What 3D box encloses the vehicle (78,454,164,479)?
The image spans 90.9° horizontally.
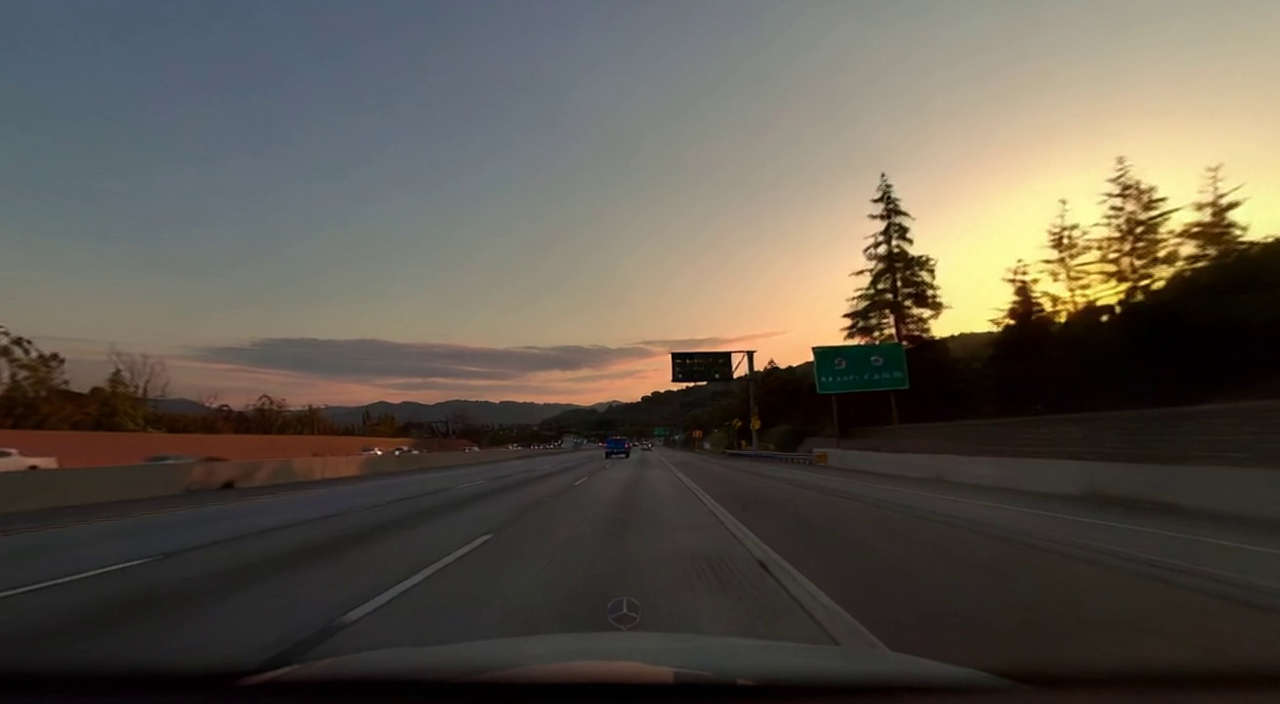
[{"bbox_3d":[-33.209,7.309,40.481,1.831,1.431,4.333,0,-8,0],"label":"vehicle"}]

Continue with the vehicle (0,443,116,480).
[{"bbox_3d":[-36.645,6.847,39.916,2.373,2.163,5.150,0,-8,1],"label":"vehicle"}]

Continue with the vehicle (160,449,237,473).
[{"bbox_3d":[-29.119,7.172,41.747,1.841,1.487,4.538,0,-8,0],"label":"vehicle"}]
